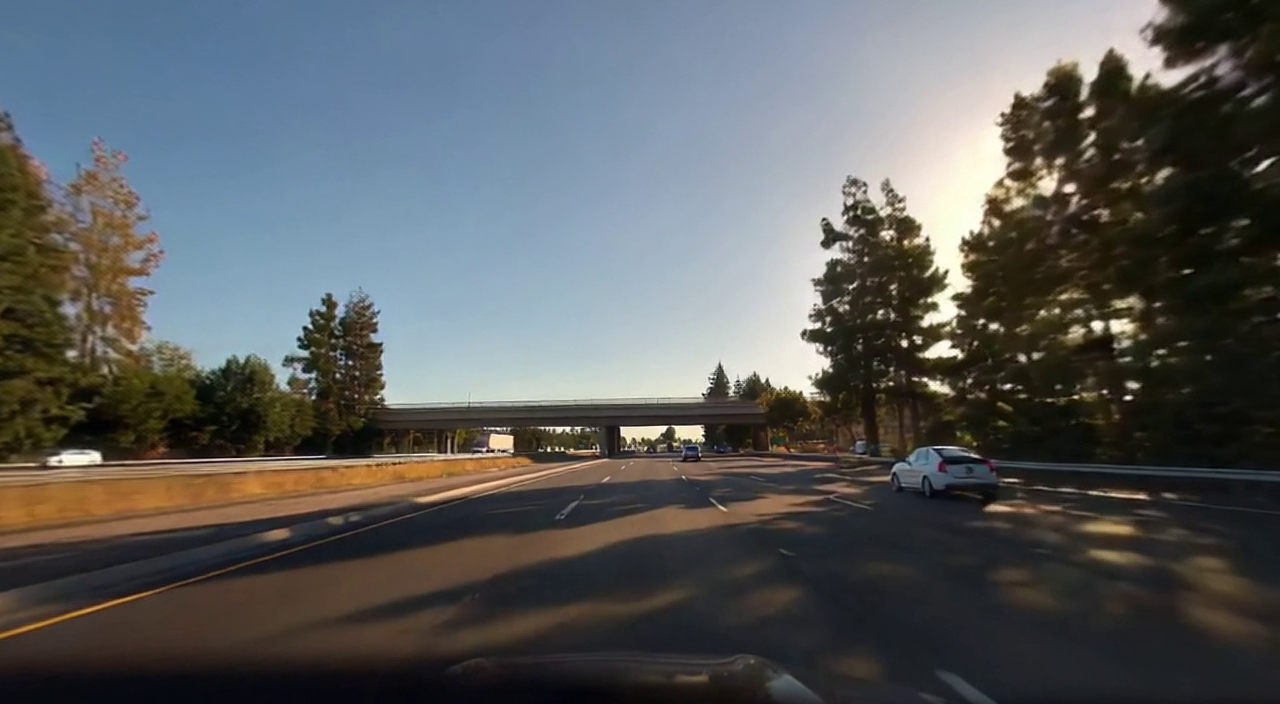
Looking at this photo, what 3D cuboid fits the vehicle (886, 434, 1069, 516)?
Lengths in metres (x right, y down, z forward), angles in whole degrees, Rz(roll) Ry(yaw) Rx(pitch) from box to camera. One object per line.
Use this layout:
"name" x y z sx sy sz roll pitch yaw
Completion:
"vehicle" 7.659 2.807 14.938 1.862 1.613 4.316 0 -9 -1
